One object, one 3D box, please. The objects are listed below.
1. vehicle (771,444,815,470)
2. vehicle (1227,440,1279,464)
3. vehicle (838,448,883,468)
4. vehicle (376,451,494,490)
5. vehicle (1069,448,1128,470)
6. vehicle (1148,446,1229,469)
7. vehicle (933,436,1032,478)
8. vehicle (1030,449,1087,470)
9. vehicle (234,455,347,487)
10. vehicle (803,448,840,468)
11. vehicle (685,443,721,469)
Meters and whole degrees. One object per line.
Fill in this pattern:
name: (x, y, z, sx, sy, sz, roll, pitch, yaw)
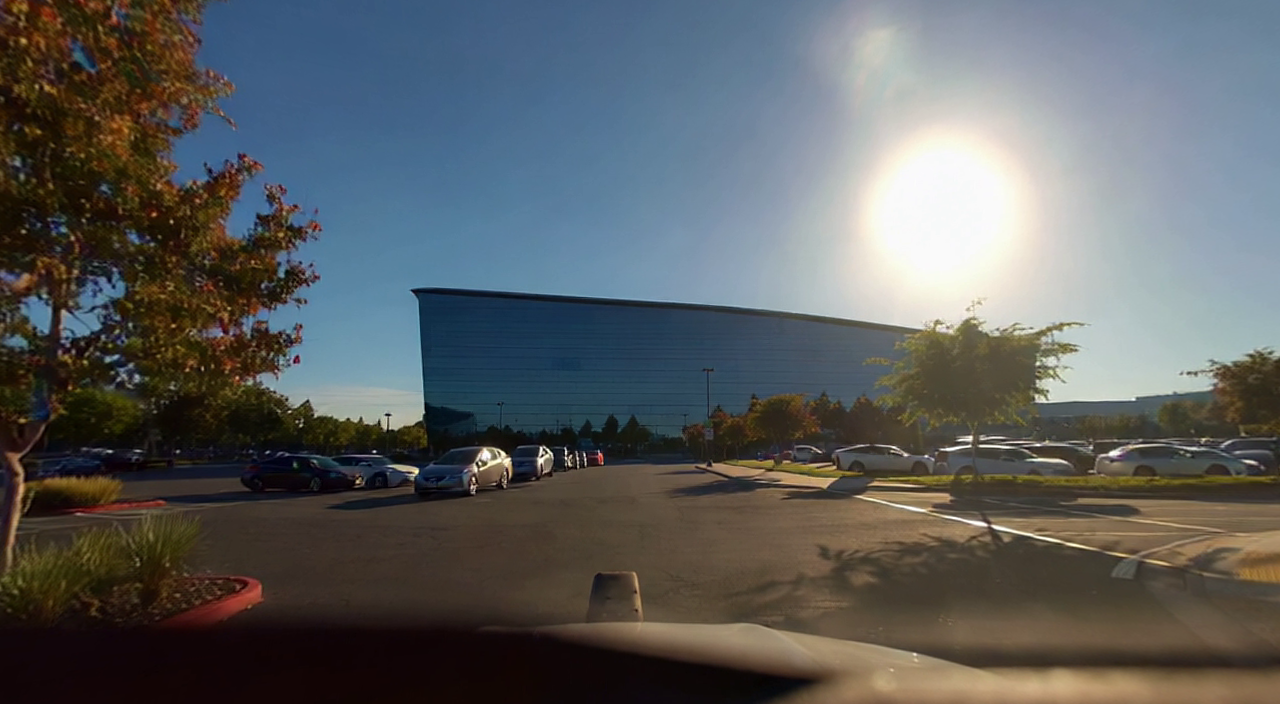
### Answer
vehicle: (10.530, 7.208, 43.709, 1.936, 1.673, 4.305, 0, -8, 0)
vehicle: (43.061, 6.814, 43.070, 1.758, 1.572, 4.421, 0, -8, 1)
vehicle: (17.060, 8.217, 49.073, 1.971, 1.478, 4.477, 0, -8, 1)
vehicle: (-8.705, 4.973, 26.907, 4.442, 1.504, 1.809, 5, -10, -28)
vehicle: (31.304, 7.308, 43.249, 1.519, 1.371, 3.278, 0, -8, -1)
vehicle: (37.018, 7.126, 42.806, 1.678, 1.423, 4.191, 0, -8, -1)
vehicle: (16.480, 5.066, 30.774, 2.048, 1.852, 4.998, 0, -8, 1)
vehicle: (28.337, 7.278, 42.866, 1.495, 1.371, 3.336, -1, -9, -2)
vehicle: (-16.732, 5.690, 30.370, 4.331, 1.437, 1.876, 0, -8, 2)
vehicle: (14.202, 8.297, 49.639, 1.935, 1.477, 3.719, 0, -8, 3)
vehicle: (4.625, 7.742, 47.272, 2.262, 1.794, 5.331, 0, -8, 1)
